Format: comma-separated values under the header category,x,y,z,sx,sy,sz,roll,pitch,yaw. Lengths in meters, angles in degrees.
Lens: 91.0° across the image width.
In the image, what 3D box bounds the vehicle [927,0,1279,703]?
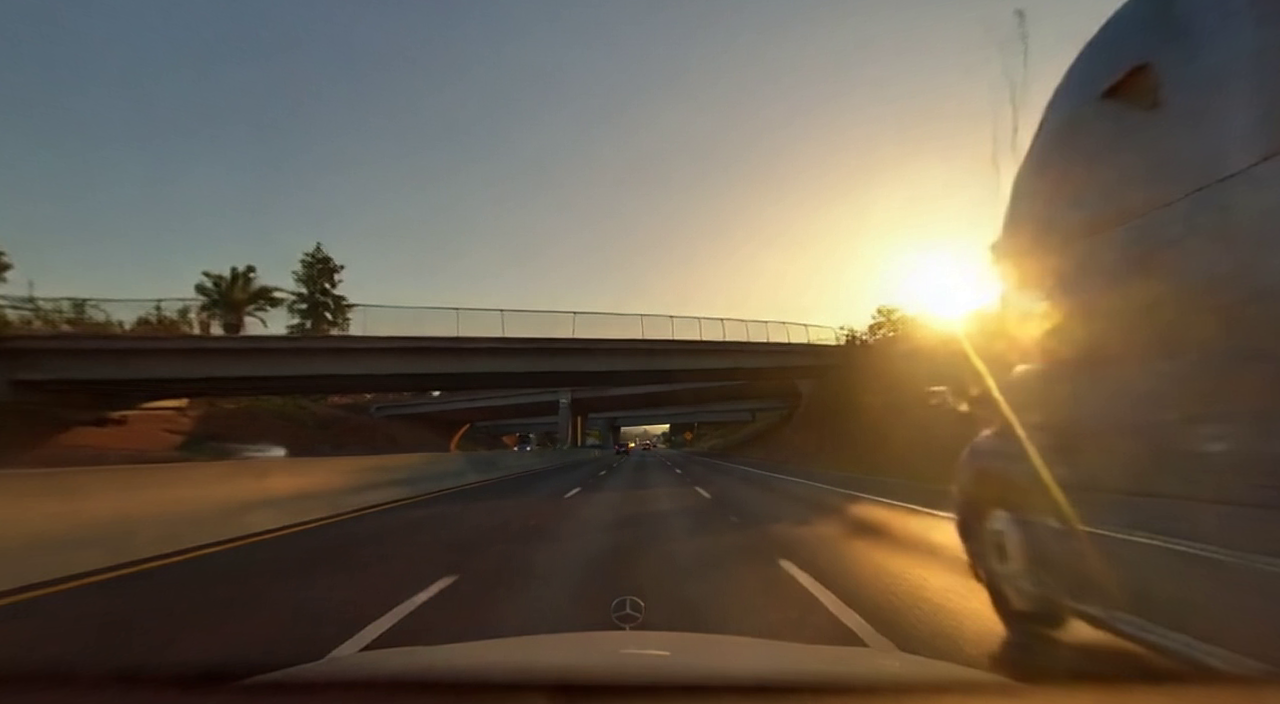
category,x,y,z,sx,sy,sz,roll,pitch,yaw
vehicle,3.701,-0.434,1.381,3.079,3.852,6.223,0,-8,0

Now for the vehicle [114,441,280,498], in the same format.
category,x,y,z,sx,sy,sz,roll,pitch,yaw
vehicle,-15.115,3.985,21.920,2.077,1.717,4.911,0,-8,1
